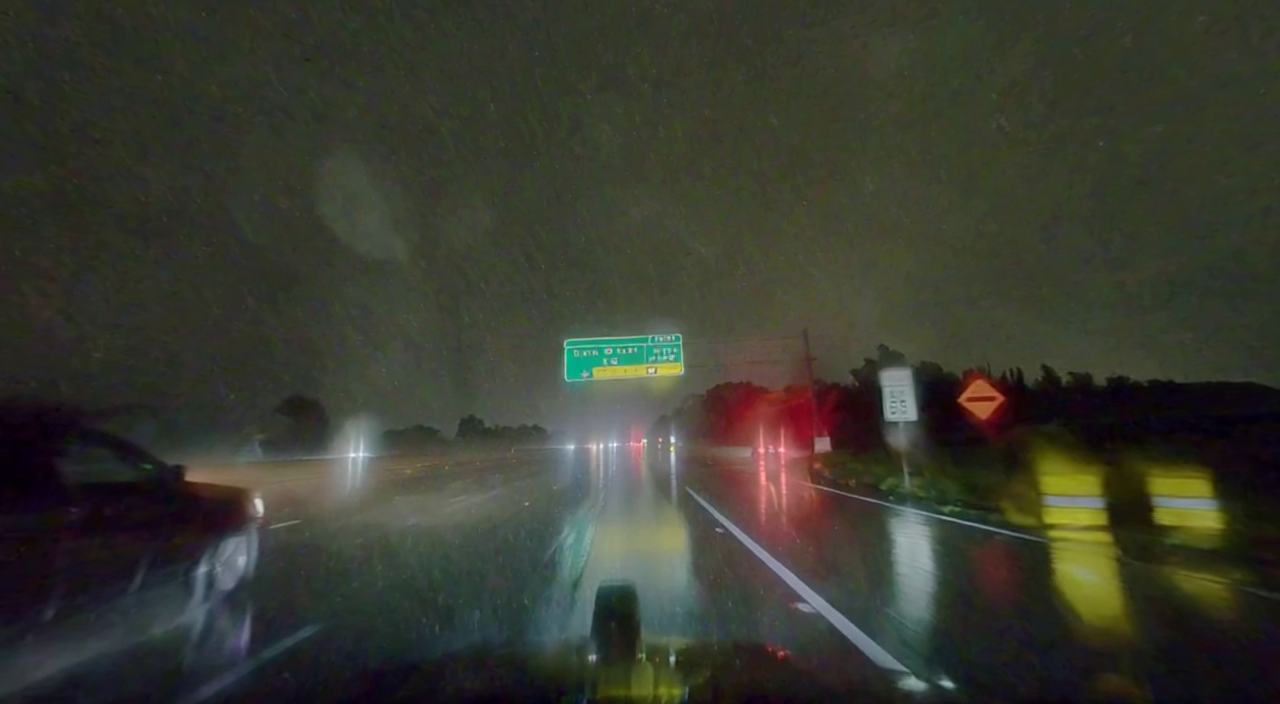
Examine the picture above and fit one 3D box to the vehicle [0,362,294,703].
[{"bbox_3d":[-4.136,0.890,2.955,2.200,1.662,5.091,0,-8,-1],"label":"vehicle"}]
